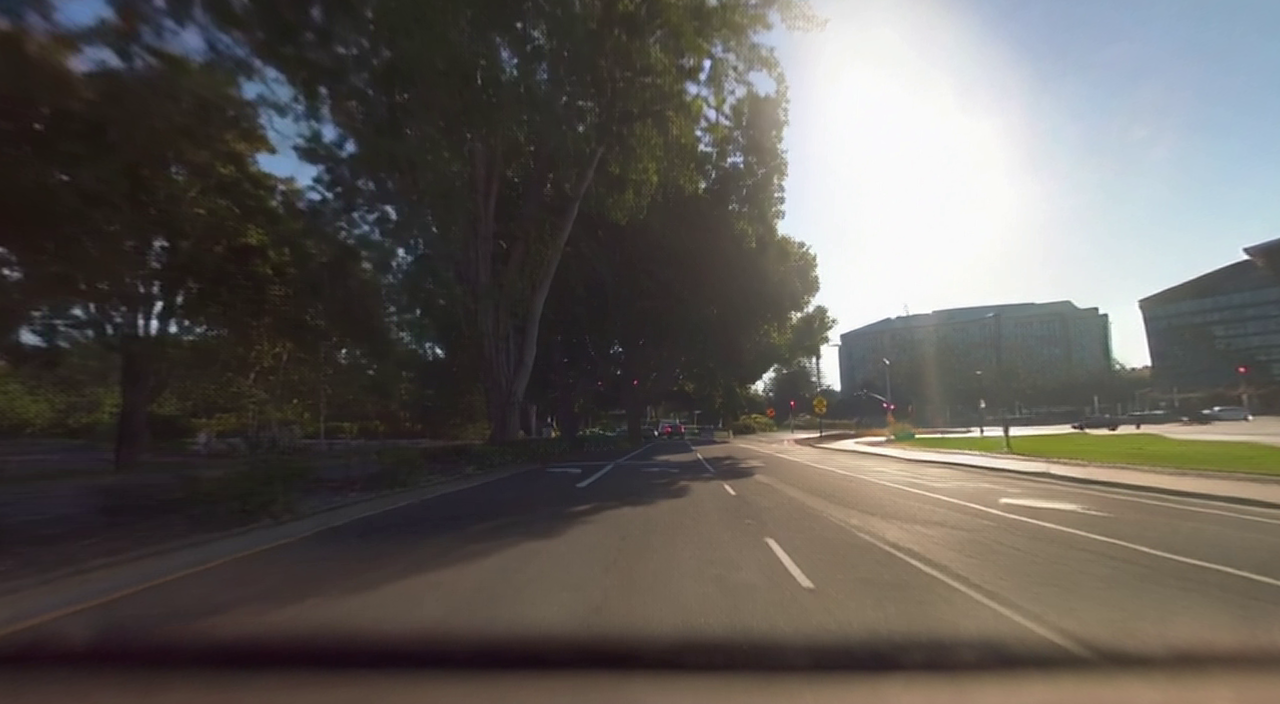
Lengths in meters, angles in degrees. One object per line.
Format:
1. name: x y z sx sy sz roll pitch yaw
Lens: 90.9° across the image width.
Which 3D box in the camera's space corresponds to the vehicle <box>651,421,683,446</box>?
1. vehicle: 2.089 6.132 47.523 2.298 1.770 4.138 -1 -7 4
